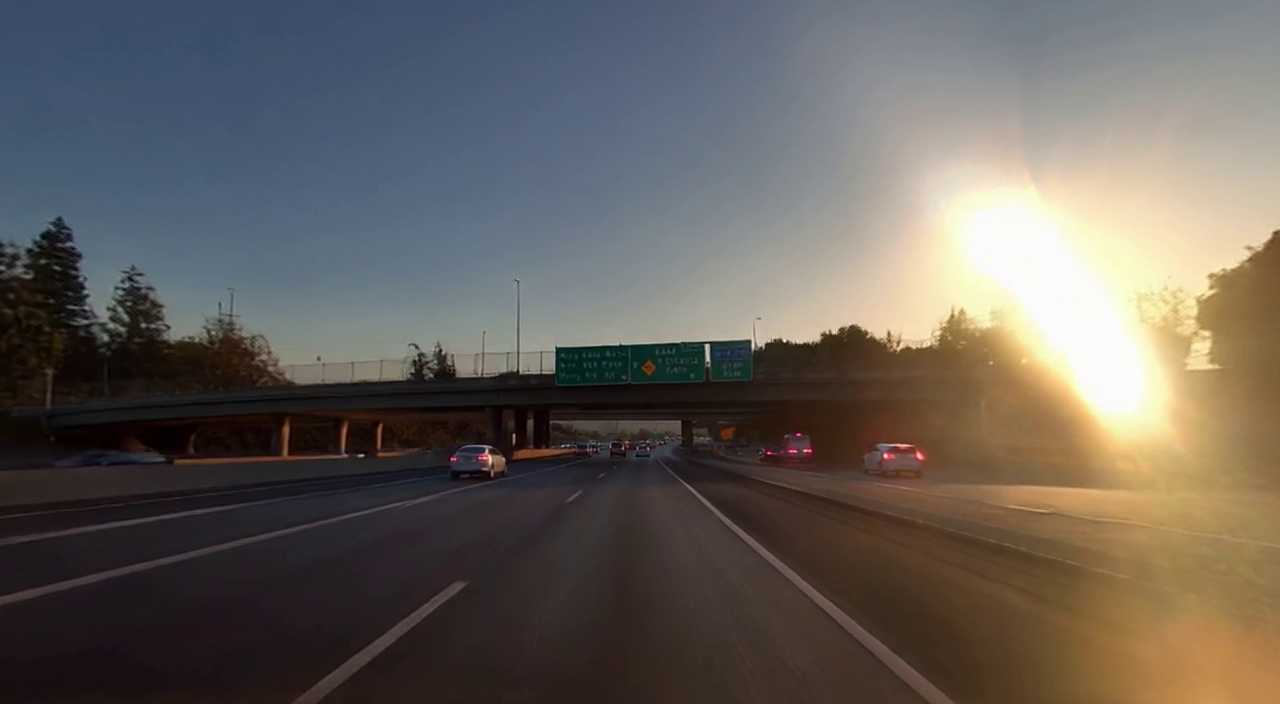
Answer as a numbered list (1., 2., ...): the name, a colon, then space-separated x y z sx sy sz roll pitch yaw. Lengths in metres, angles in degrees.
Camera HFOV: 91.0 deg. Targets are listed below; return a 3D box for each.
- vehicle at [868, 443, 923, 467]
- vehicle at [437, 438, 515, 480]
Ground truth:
1. vehicle: 17.756 7.164 43.965 1.884 1.567 4.692 0 -8 0
2. vehicle: -6.487 4.272 25.382 1.985 1.513 4.172 0 -8 1
